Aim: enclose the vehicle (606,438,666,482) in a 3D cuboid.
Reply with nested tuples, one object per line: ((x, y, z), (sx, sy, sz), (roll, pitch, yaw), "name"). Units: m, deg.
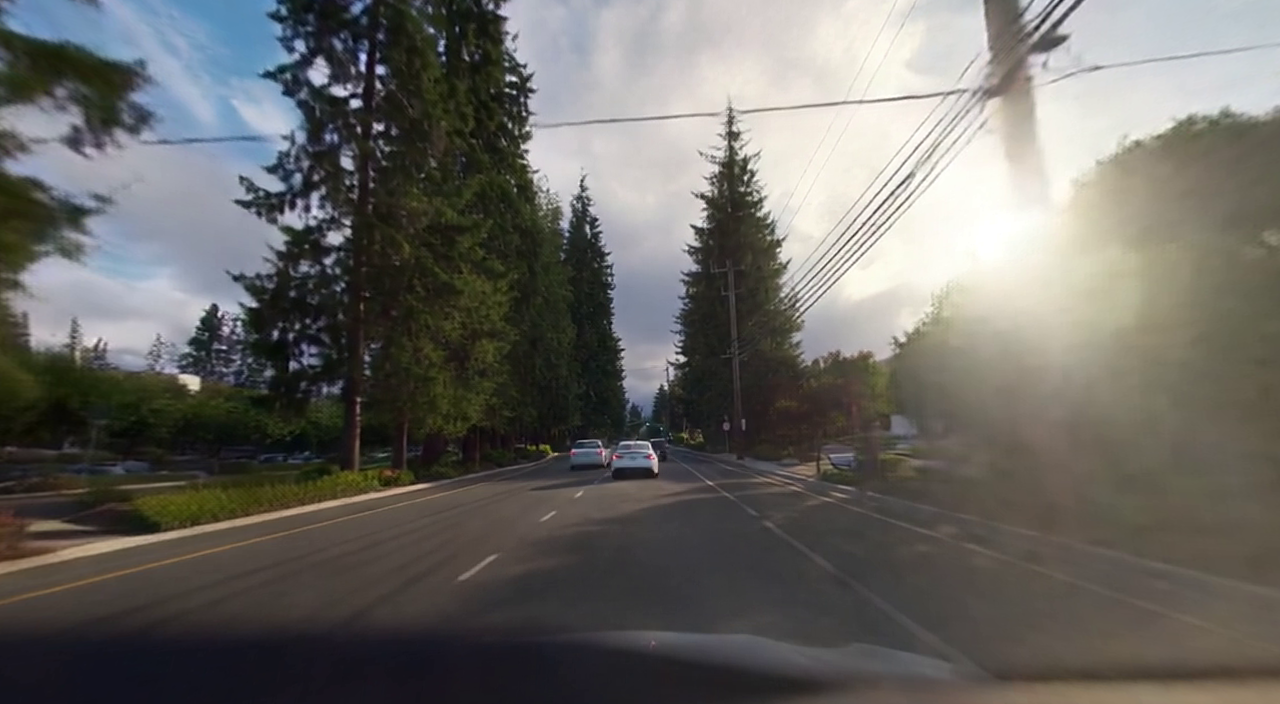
((-0.137, 3.933, 23.216), (1.991, 1.463, 3.988), (0, -8, 0), "vehicle")
